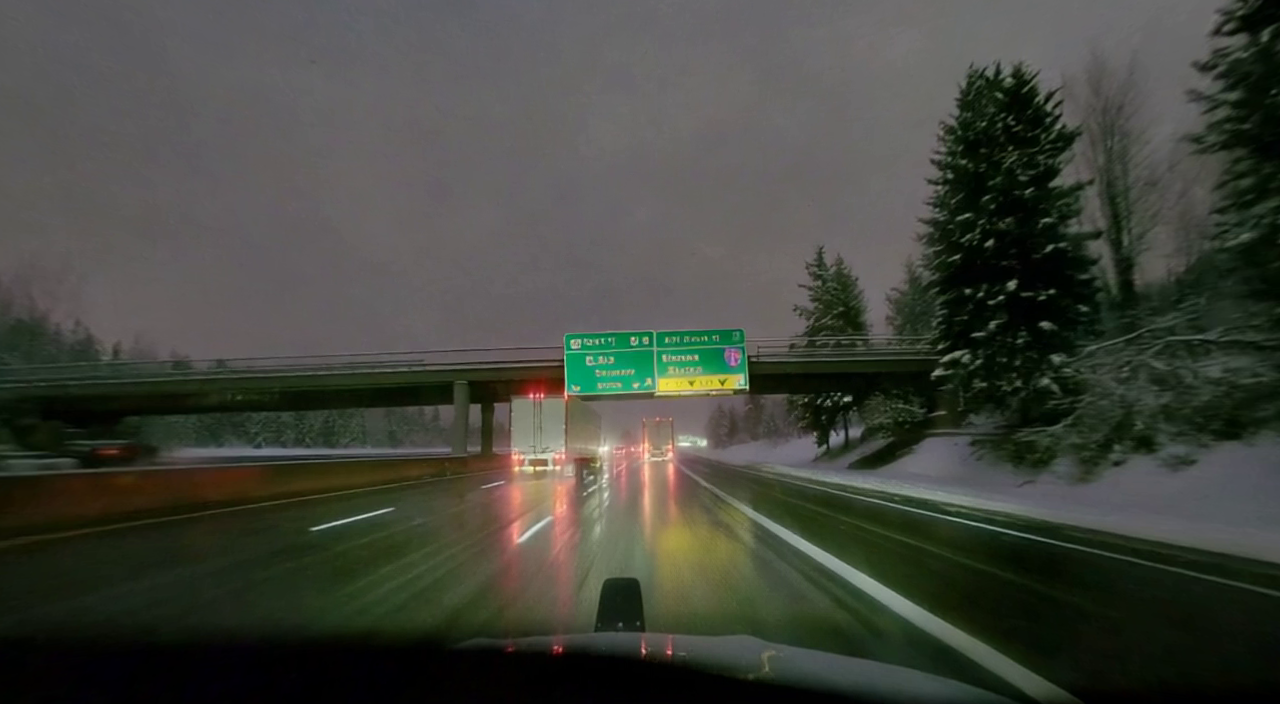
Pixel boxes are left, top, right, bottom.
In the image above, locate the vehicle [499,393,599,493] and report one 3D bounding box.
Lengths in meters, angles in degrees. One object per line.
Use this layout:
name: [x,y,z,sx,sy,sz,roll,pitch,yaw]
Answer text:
vehicle: [-3.229,3.559,24.402,2.696,3.266,7.062,0,-9,1]
